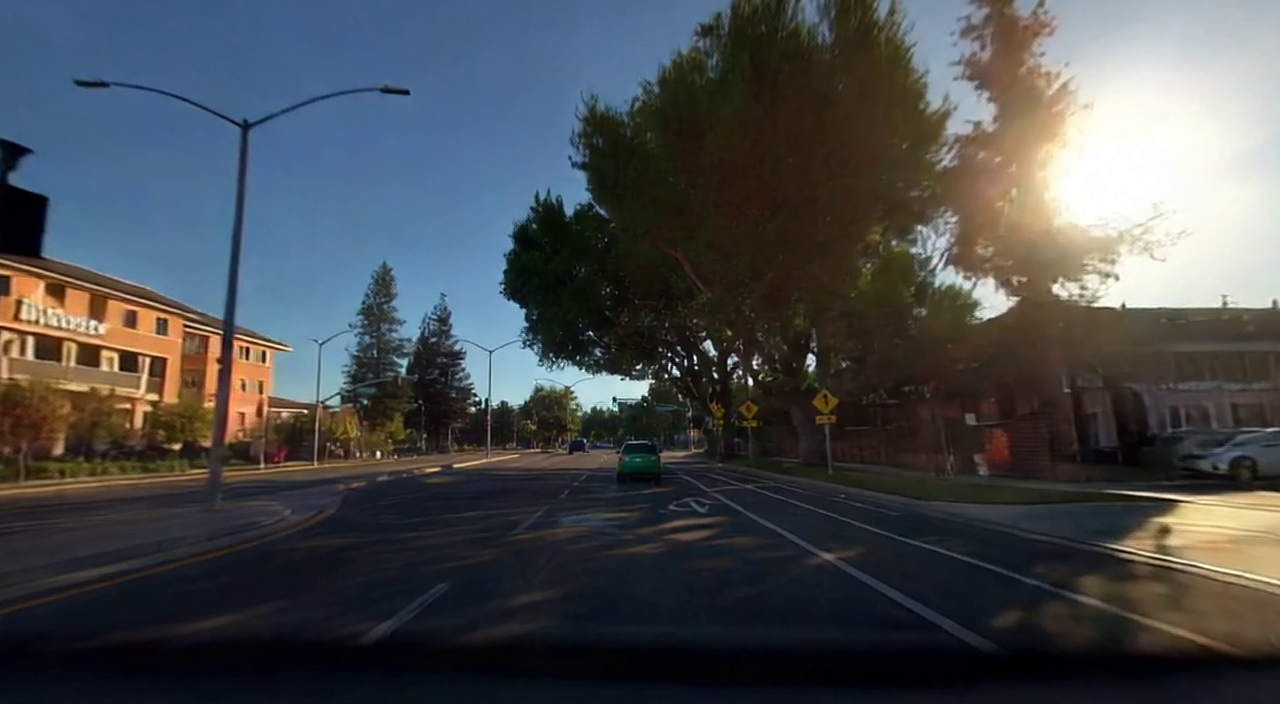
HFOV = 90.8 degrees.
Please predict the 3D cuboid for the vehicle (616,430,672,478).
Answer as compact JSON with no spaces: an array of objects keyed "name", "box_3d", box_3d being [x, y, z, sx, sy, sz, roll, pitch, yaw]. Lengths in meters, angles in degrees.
[{"name":"vehicle","box_3d":[0.128,4.553,28.381,2.273,1.909,5.075,0,-9,-1]}]
